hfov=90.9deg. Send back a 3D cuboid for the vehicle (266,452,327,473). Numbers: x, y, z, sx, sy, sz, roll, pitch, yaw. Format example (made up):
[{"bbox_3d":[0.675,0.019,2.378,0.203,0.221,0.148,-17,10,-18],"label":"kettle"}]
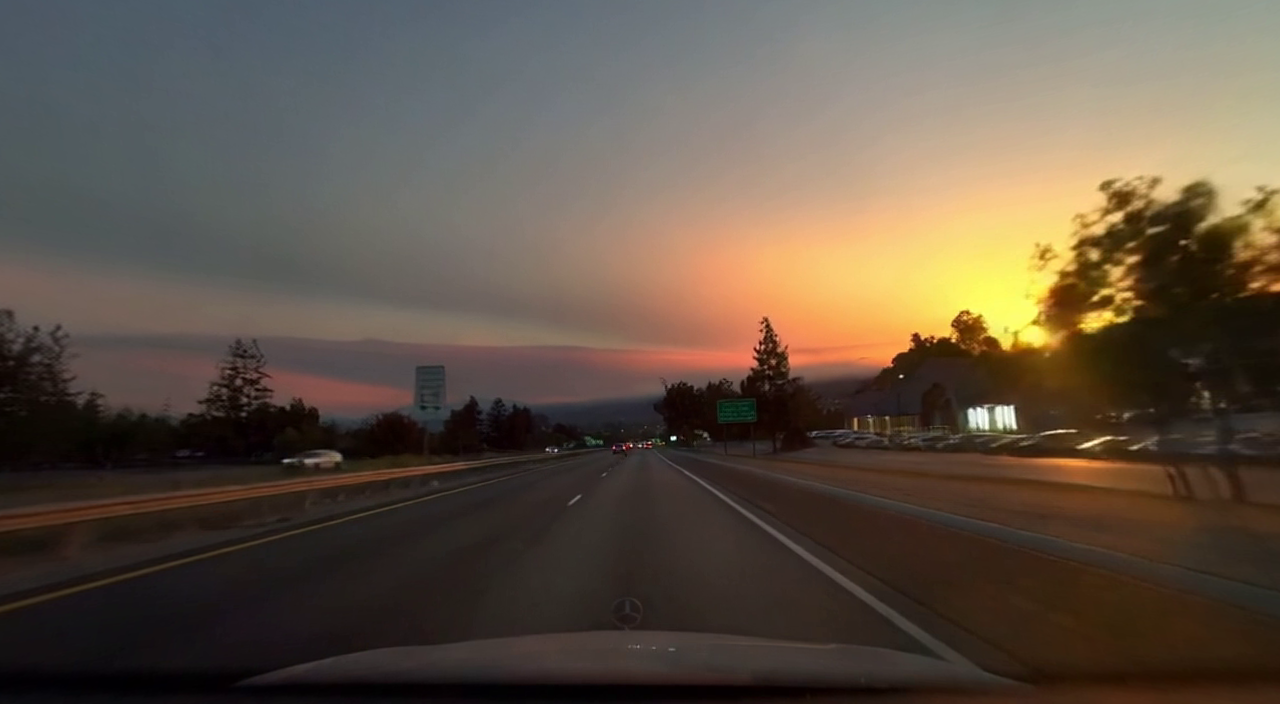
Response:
[{"bbox_3d":[-25.379,8.165,46.779,1.945,1.456,4.502,0,-8,0],"label":"vehicle"}]
